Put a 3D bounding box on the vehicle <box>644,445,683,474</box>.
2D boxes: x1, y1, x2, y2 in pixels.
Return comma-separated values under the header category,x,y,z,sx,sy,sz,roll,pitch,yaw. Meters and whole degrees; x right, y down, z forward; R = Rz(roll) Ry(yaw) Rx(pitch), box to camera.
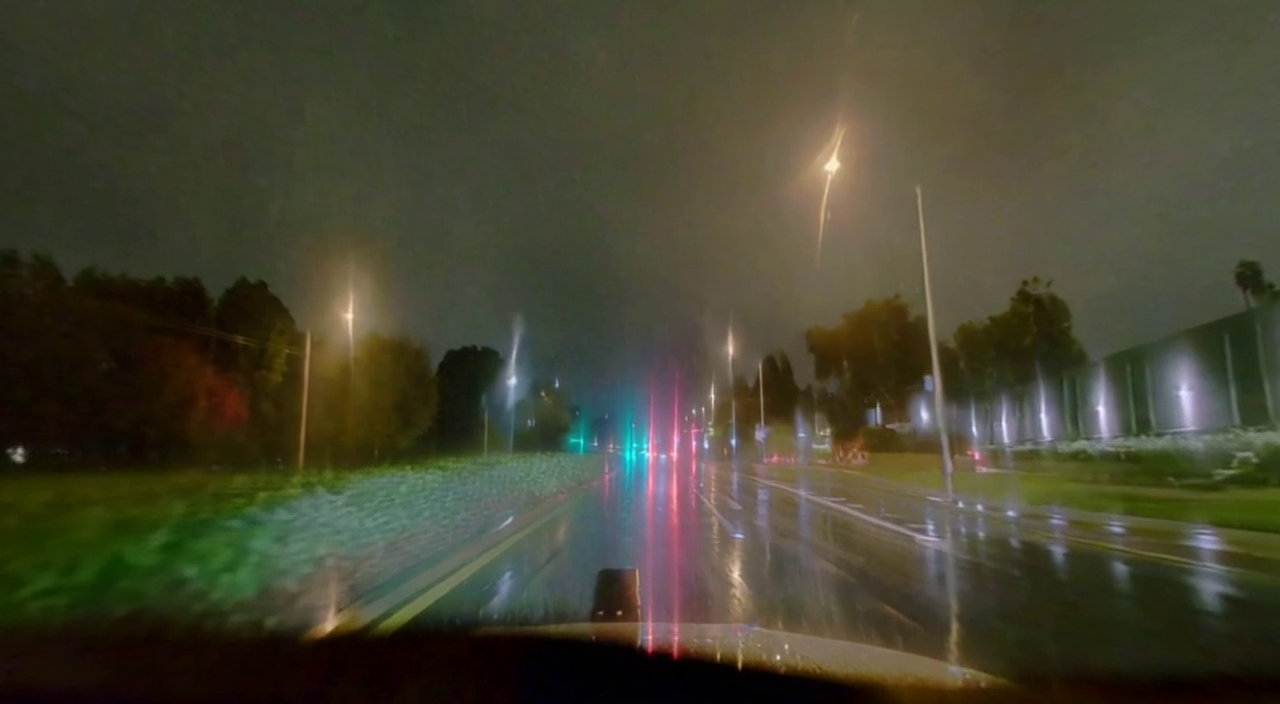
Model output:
category,x,y,z,sx,sy,sz,roll,pitch,yaw
vehicle,1.366,6.220,36.864,2.158,1.600,3.865,-1,-8,2
